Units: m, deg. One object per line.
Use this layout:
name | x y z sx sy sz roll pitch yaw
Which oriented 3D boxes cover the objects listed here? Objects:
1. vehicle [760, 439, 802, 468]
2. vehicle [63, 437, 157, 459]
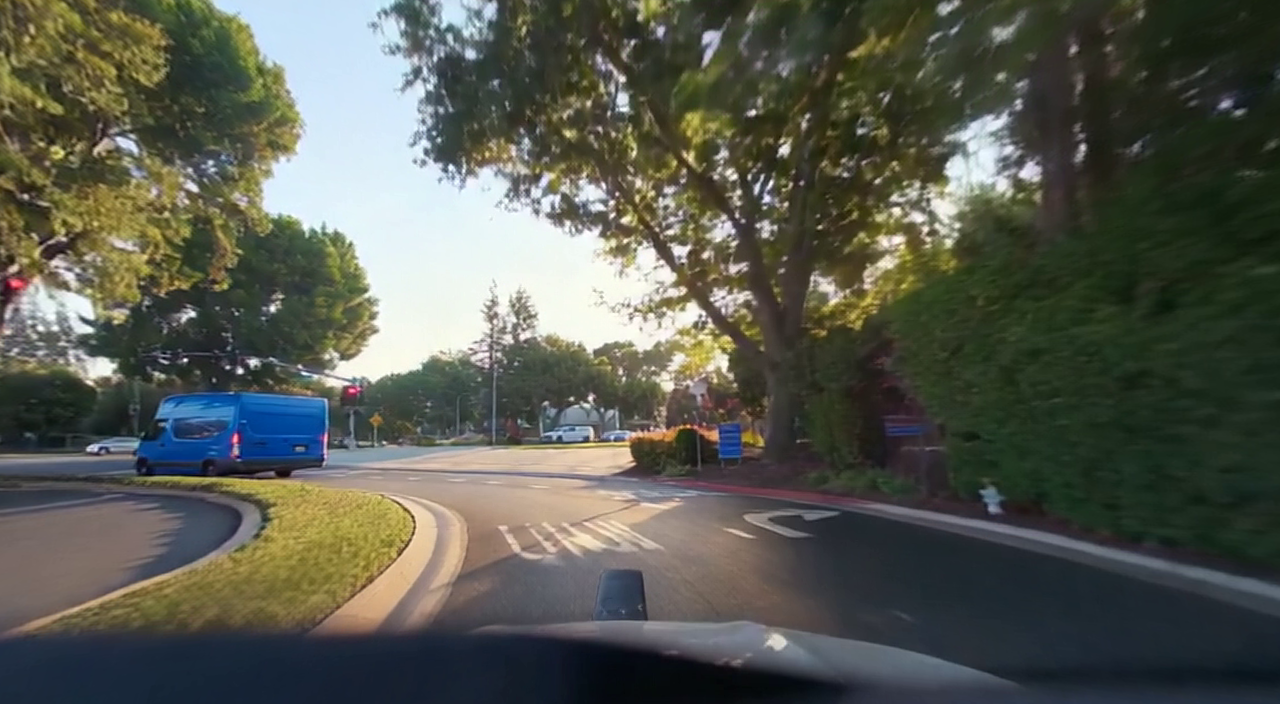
vehicle | 8.689 6.130 38.310 1.907 1.515 4.550 -2 -7 20
vehicle | -37.228 6.742 44.289 1.847 1.461 4.853 -2 -9 11
